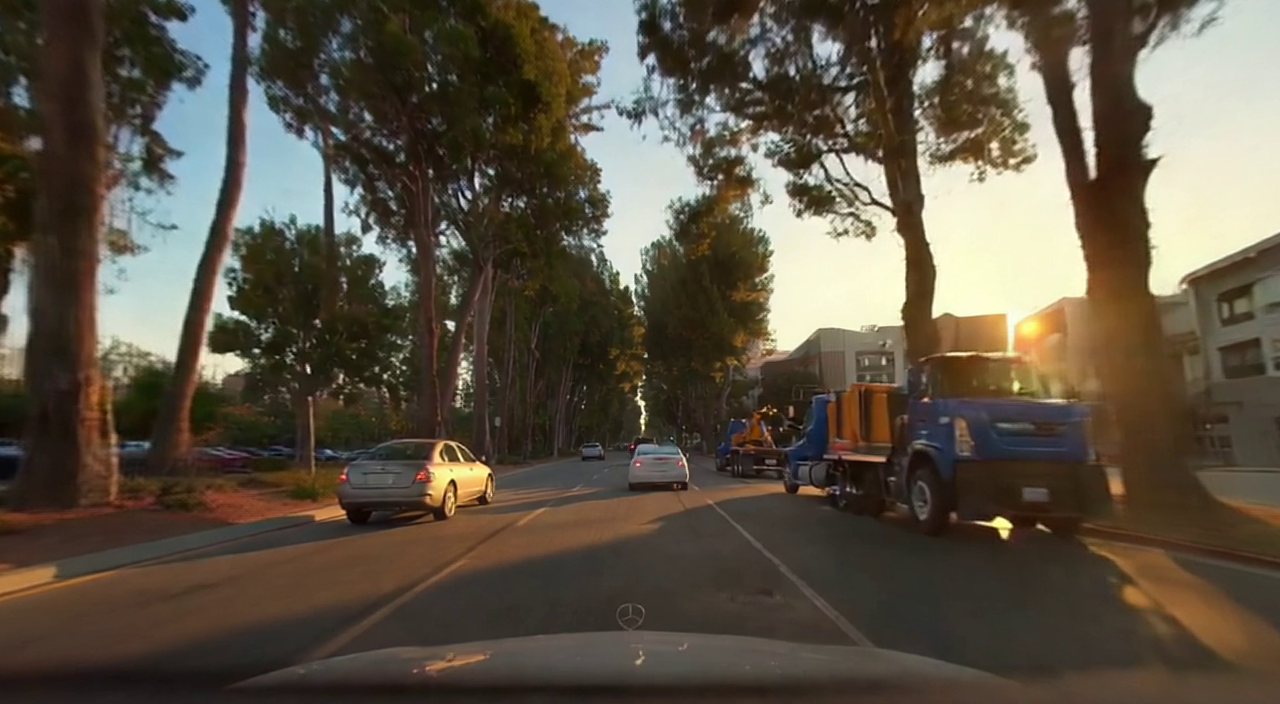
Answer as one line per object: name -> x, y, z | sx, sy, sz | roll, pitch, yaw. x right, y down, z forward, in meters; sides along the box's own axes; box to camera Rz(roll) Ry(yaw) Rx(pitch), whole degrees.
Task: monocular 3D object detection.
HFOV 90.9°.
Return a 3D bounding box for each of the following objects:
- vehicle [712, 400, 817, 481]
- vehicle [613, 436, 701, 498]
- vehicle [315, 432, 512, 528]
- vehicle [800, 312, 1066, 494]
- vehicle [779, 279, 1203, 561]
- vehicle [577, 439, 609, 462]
vehicle -> 5.557, 4.208, 30.023 | 3.089, 3.258, 8.841 | -1, -8, 0
vehicle -> 0.400, 3.026, 16.968 | 2.086, 1.466, 4.026 | 0, -8, 0
vehicle -> -4.083, 2.383, 12.417 | 2.003, 1.507, 4.808 | 0, -8, 1
vehicle -> 5.674, 1.273, 13.586 | 2.736, 3.078, 5.825 | 0, -8, -1
vehicle -> 5.633, 1.602, 13.570 | 2.867, 3.600, 11.047 | 0, -8, 1
vehicle -> -3.530, 7.518, 48.048 | 2.062, 1.641, 4.193 | 0, -8, 2
